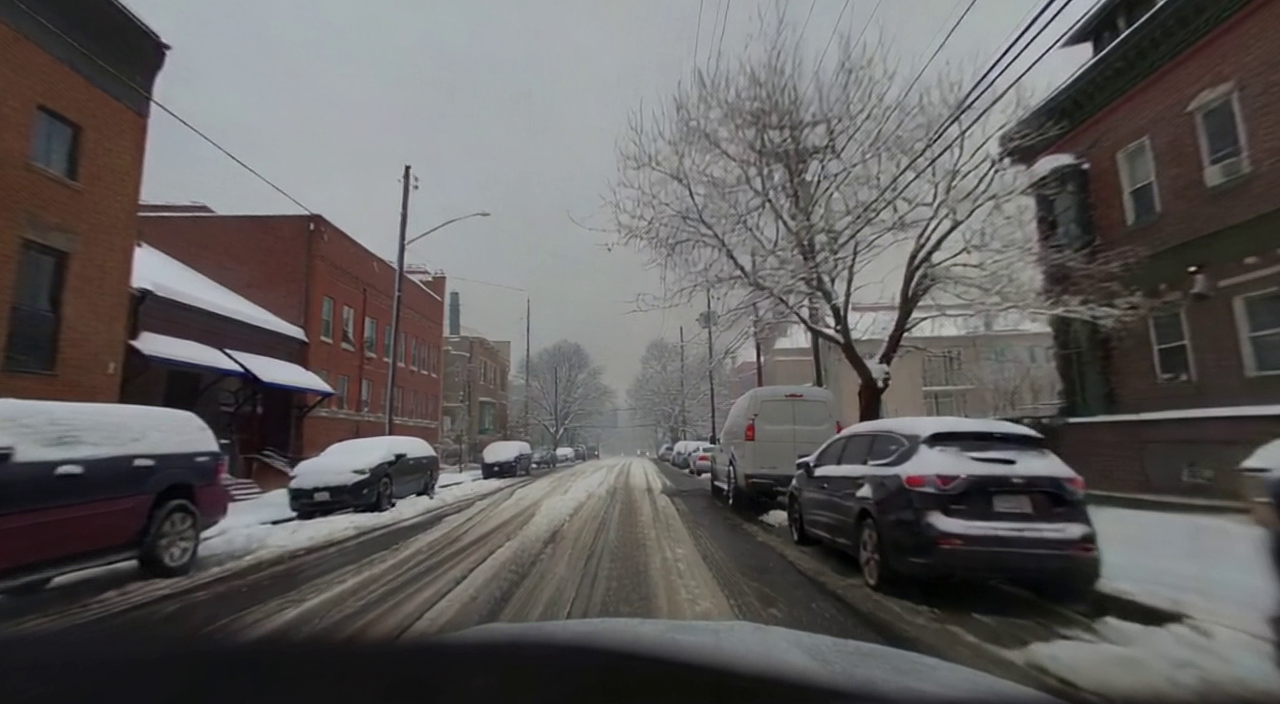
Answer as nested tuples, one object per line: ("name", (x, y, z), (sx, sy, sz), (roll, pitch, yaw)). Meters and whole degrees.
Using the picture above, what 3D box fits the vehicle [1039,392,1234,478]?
("vehicle", (14.868, 2.536, 19.125), (4.234, 1.965, 2.025), (7, -9, 2))

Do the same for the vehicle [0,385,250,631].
("vehicle", (-6.694, 1.435, 6.012), (2.235, 2.119, 6.061), (0, -8, -2))

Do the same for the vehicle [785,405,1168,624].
("vehicle", (3.086, 1.550, 6.974), (1.896, 1.675, 4.000), (0, -8, -2))

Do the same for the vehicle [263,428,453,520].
("vehicle", (-6.789, 2.990, 16.204), (2.259, 1.899, 5.643), (0, -8, 0))

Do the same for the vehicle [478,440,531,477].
("vehicle", (-7.019, 5.563, 33.292), (1.930, 1.756, 4.955), (0, -8, -3))

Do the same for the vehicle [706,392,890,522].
("vehicle", (3.027, 2.229, 13.841), (2.480, 2.230, 5.704), (0, -8, -1))
